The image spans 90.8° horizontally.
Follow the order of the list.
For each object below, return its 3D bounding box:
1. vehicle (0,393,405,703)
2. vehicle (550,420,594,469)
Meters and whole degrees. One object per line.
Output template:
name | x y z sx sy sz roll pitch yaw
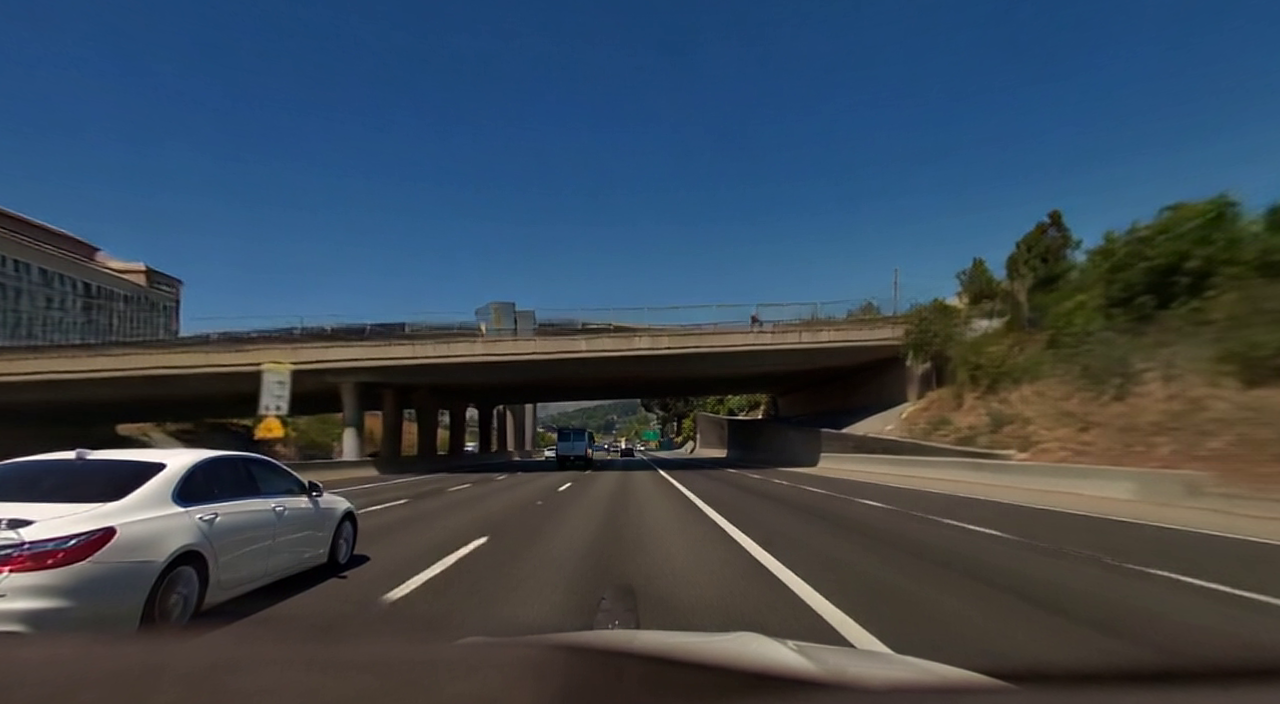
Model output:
vehicle | -3.746 1.296 4.999 2.025 1.556 4.594 0 -8 -1
vehicle | -4.406 6.197 42.202 2.364 2.953 6.732 0 -9 -1
